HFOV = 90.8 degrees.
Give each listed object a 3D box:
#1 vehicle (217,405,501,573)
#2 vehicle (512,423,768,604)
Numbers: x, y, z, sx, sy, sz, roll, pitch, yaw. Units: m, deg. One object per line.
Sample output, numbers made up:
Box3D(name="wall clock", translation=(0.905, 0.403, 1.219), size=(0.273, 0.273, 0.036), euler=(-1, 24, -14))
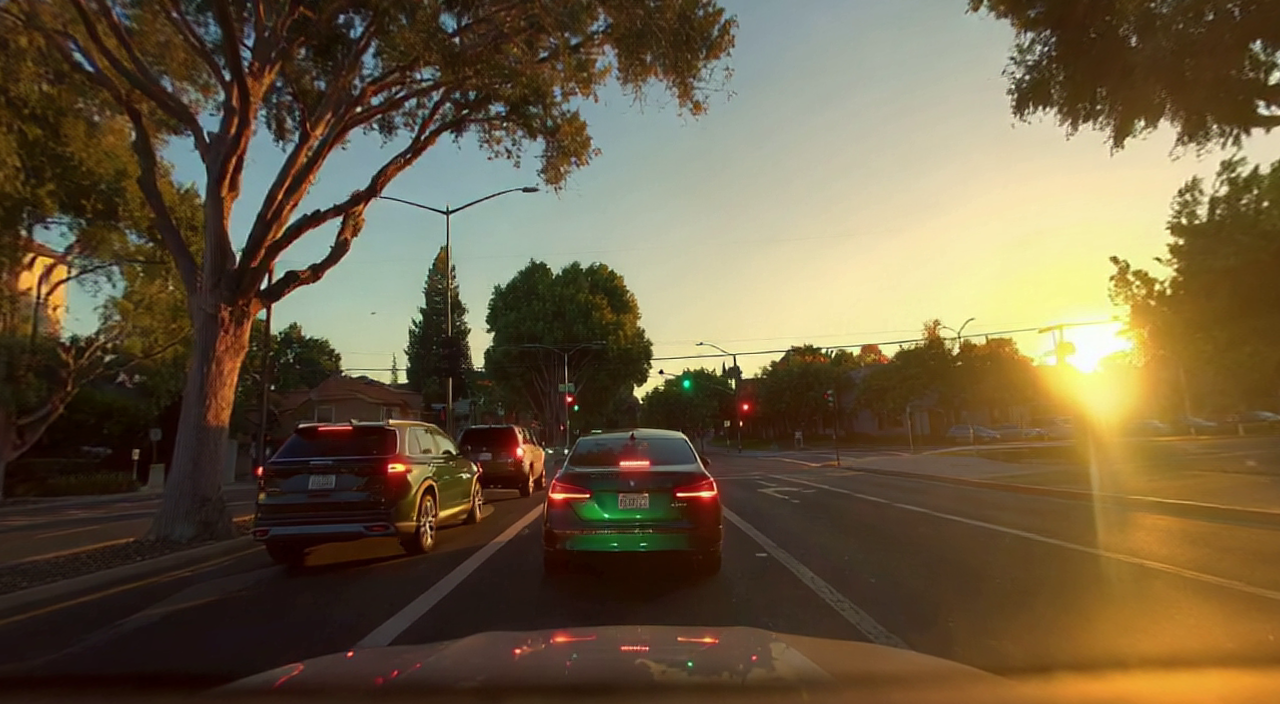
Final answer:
Box3D(name="vehicle", translation=(-3.426, 1.755, 8.826), size=(2.046, 1.751, 4.208), euler=(0, -8, -1))
Box3D(name="vehicle", translation=(-0.056, 1.637, 7.305), size=(2.126, 1.475, 3.967), euler=(0, -8, -2))
